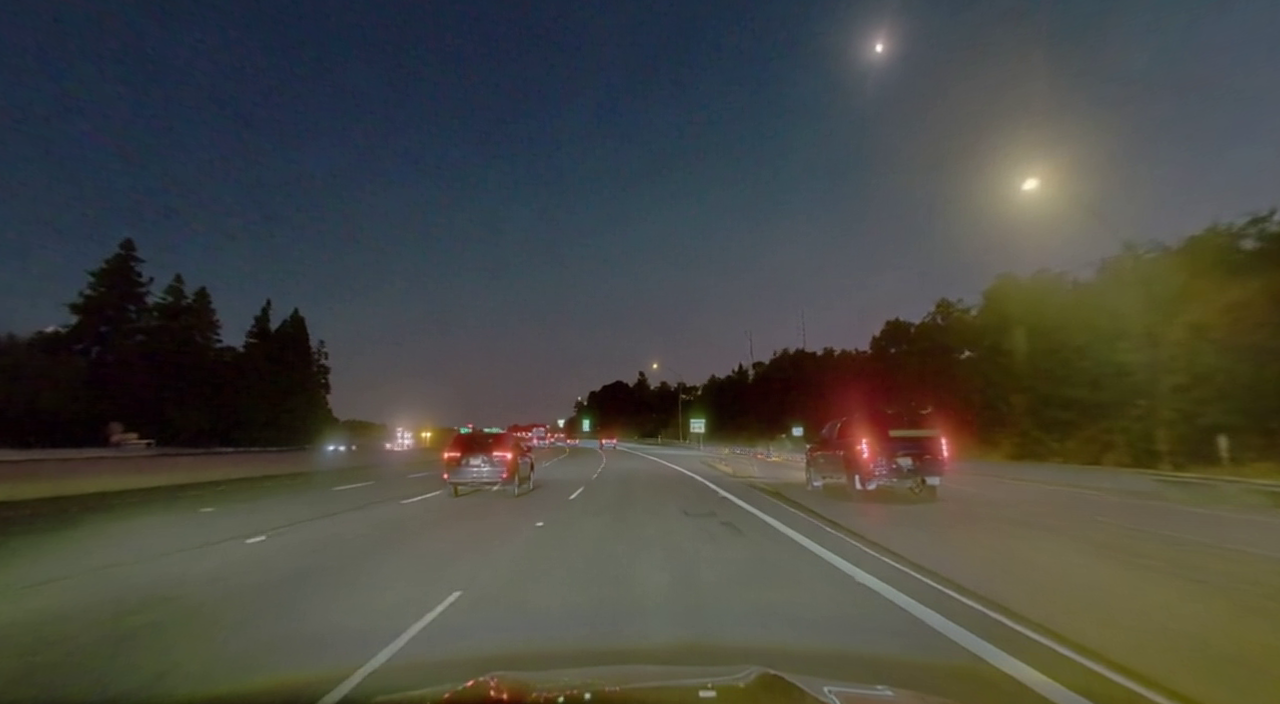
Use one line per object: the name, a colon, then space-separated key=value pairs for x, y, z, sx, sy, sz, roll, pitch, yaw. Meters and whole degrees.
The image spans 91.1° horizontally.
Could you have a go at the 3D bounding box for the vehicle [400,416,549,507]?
vehicle: x=-3.650 y=2.540 z=15.012 sx=2.142 sy=1.789 sz=5.009 roll=0 pitch=-8 yaw=1
